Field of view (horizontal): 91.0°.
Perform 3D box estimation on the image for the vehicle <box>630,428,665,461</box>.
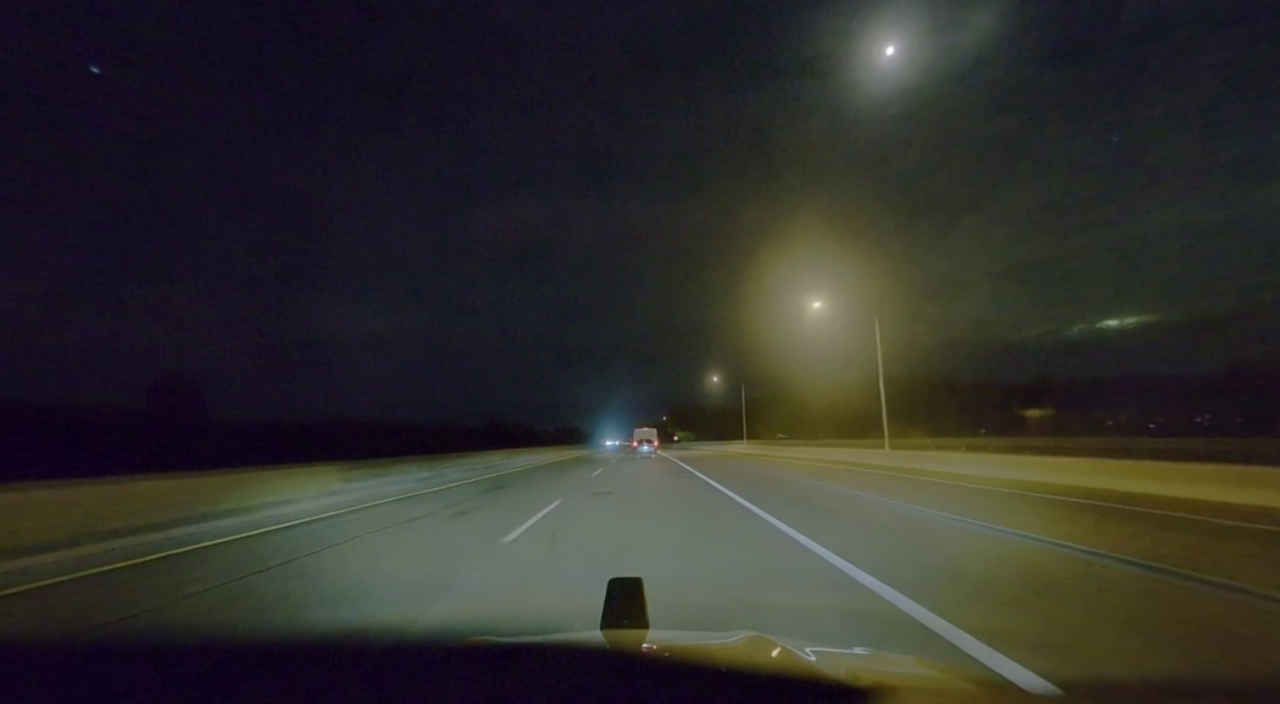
[{"bbox_3d":[0.535,6.398,43.465,2.277,2.109,4.922,0,-8,1],"label":"vehicle"}]
